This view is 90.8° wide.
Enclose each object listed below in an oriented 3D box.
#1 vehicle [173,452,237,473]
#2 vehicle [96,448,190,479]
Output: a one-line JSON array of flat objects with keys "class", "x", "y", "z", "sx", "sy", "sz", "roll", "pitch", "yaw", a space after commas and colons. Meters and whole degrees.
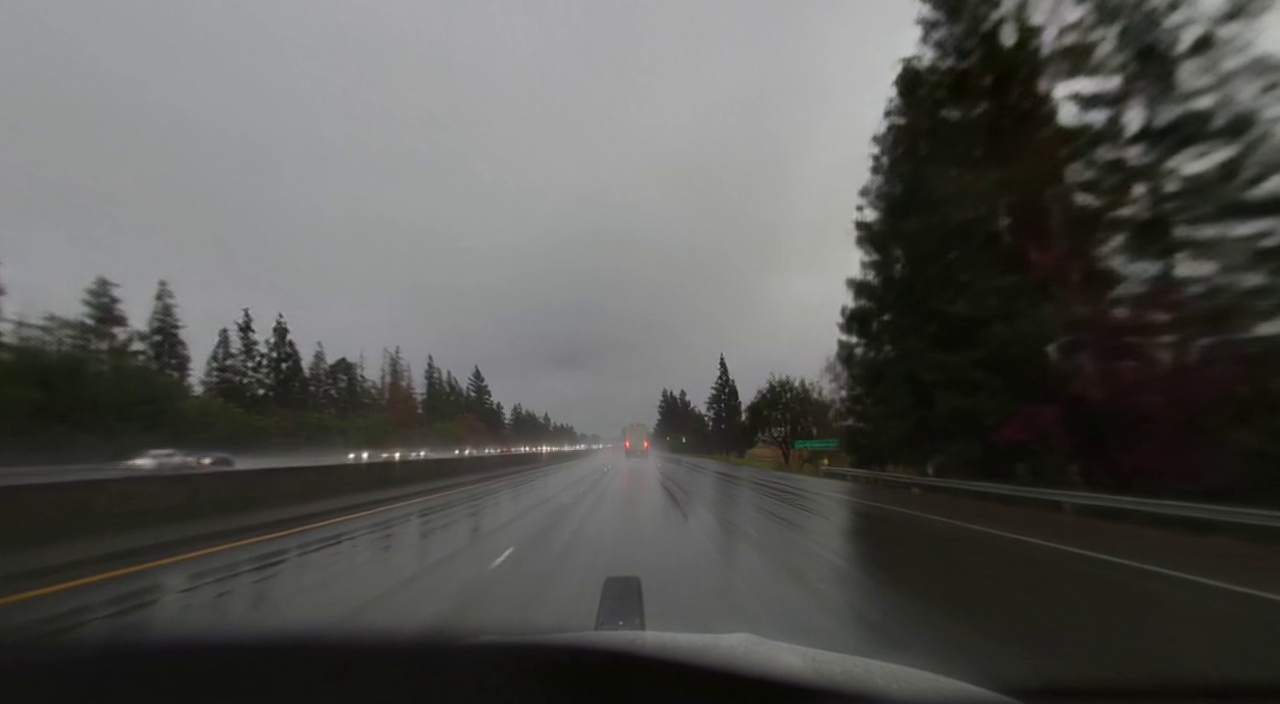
[{"class": "vehicle", "x": -32.606, "y": 8.272, "z": 47.502, "sx": 1.805, "sy": 1.464, "sz": 4.189, "roll": 0, "pitch": -9, "yaw": 0}, {"class": "vehicle", "x": -28.342, "y": 6.342, "z": 36.240, "sx": 1.847, "sy": 1.617, "sz": 4.365, "roll": 0, "pitch": -9, "yaw": 0}]
